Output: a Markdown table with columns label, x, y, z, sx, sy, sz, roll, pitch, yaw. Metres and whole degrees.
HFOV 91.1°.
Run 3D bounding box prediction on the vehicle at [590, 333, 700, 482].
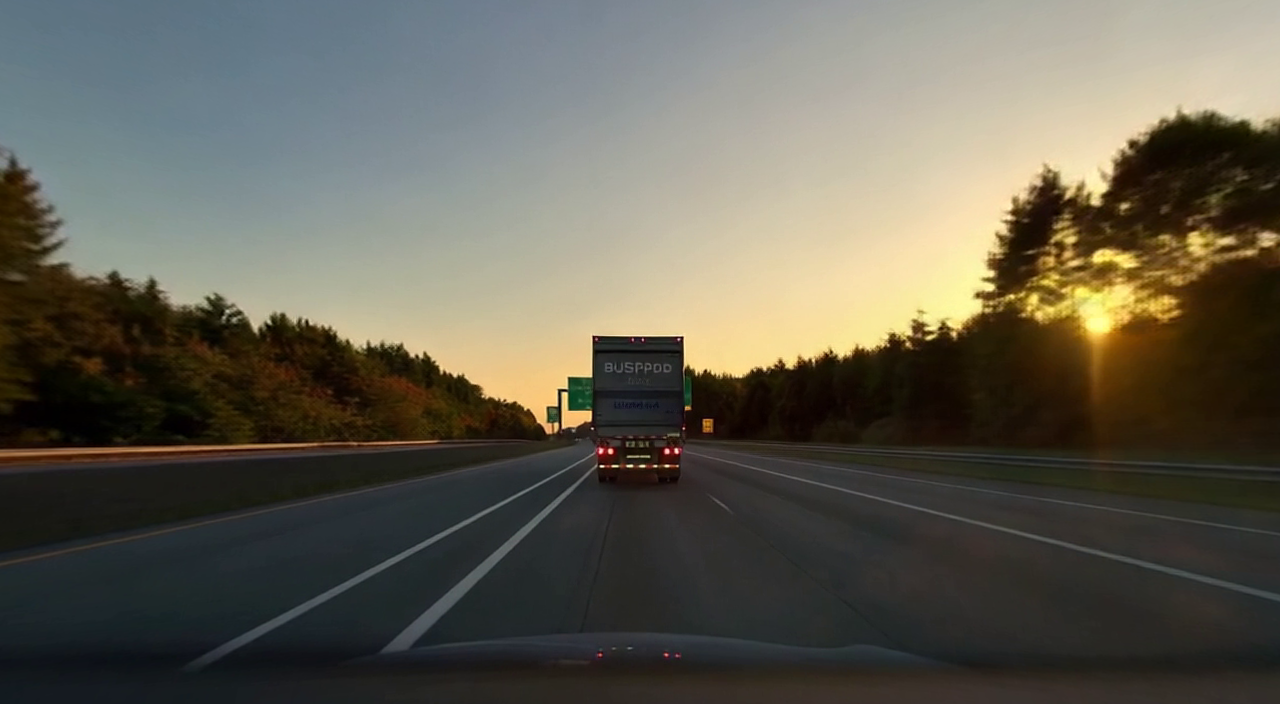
| label | x | y | z | sx | sy | sz | roll | pitch | yaw |
| --- | --- | --- | --- | --- | --- | --- | --- | --- | --- |
| vehicle | 0.023 | 2.023 | 20.839 | 2.870 | 3.911 | 8.697 | 0 | -8 | -1 |
